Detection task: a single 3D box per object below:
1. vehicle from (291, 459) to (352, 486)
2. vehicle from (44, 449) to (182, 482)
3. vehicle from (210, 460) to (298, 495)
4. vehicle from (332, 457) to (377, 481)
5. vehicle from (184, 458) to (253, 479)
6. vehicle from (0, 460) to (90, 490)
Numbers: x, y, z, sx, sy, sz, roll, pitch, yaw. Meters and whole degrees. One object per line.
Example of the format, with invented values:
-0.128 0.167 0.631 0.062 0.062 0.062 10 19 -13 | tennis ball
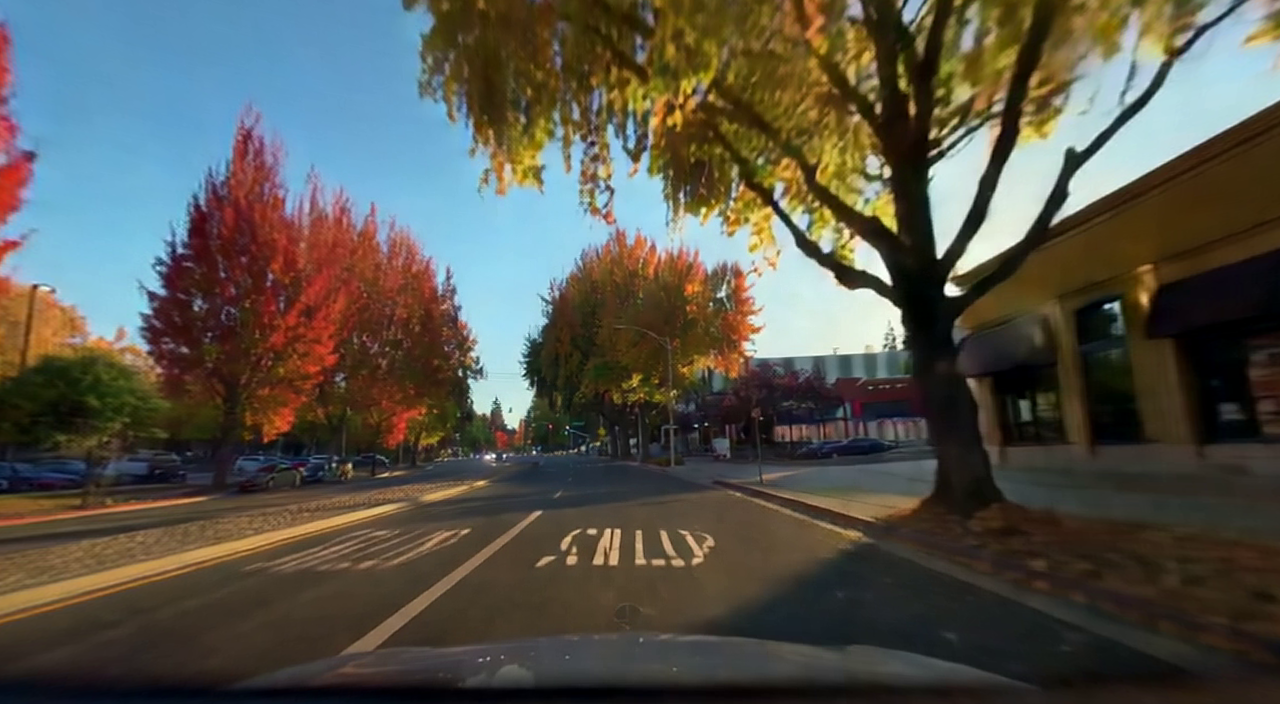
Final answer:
-20.518 7.752 40.632 1.887 1.490 4.432 1 -9 -4 | vehicle
-30.455 6.584 36.455 5.746 1.807 2.140 1 -9 -6 | vehicle
-19.582 6.355 32.069 1.956 1.550 4.375 1 -9 -4 | vehicle
-21.275 8.720 46.959 1.896 1.495 4.108 -4 -9 -7 | vehicle
-31.723 8.760 47.331 3.852 1.494 1.817 1 -9 -4 | vehicle
-30.055 6.099 31.187 3.598 1.407 1.740 1 -9 -5 | vehicle
